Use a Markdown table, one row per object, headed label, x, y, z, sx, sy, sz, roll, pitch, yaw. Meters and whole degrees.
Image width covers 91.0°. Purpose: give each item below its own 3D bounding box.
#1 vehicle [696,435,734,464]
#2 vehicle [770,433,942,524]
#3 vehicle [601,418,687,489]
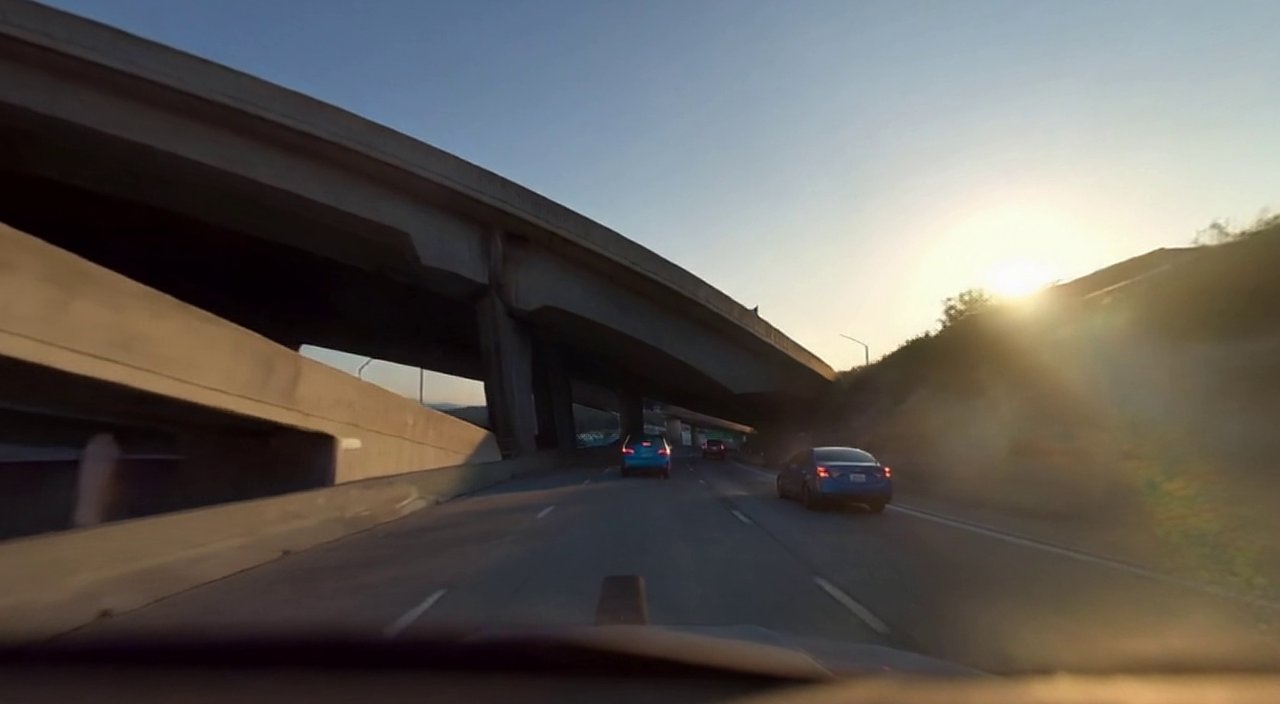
| label | x | y | z | sx | sy | sz | roll | pitch | yaw |
| --- | --- | --- | --- | --- | --- | --- | --- | --- | --- |
| vehicle | 4.721 | 6.174 | 40.151 | 2.047 | 1.700 | 4.069 | 0 | -8 | 3 |
| vehicle | 4.057 | 2.426 | 12.662 | 2.047 | 1.500 | 4.017 | 0 | -8 | 0 |
| vehicle | 0.144 | 3.007 | 19.022 | 2.264 | 1.841 | 4.583 | 0 | -8 | 1 |
